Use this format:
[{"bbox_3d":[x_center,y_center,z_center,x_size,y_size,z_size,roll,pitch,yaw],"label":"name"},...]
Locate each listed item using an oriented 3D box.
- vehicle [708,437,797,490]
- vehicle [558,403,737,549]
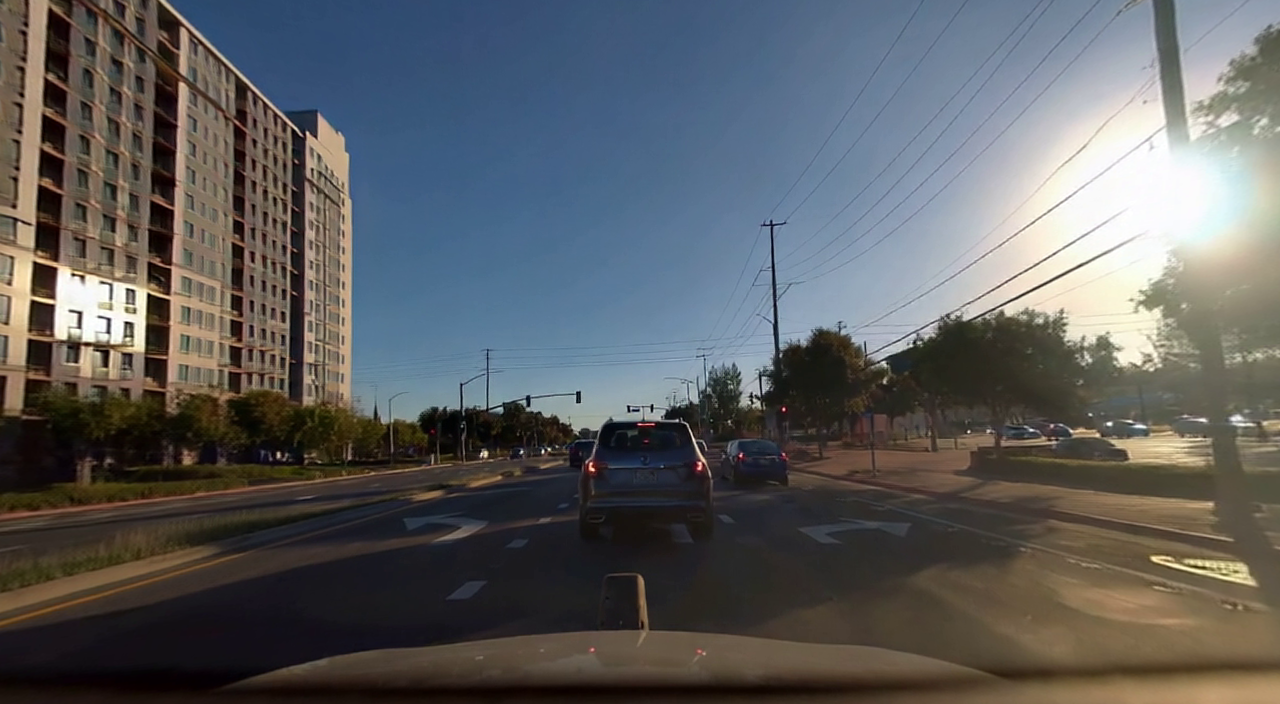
[{"bbox_3d":[3.394,3.481,20.035,1.990,1.482,4.575,0,-9,0],"label":"vehicle"},{"bbox_3d":[0.096,1.852,10.011,2.189,1.776,4.342,0,-9,0],"label":"vehicle"}]
